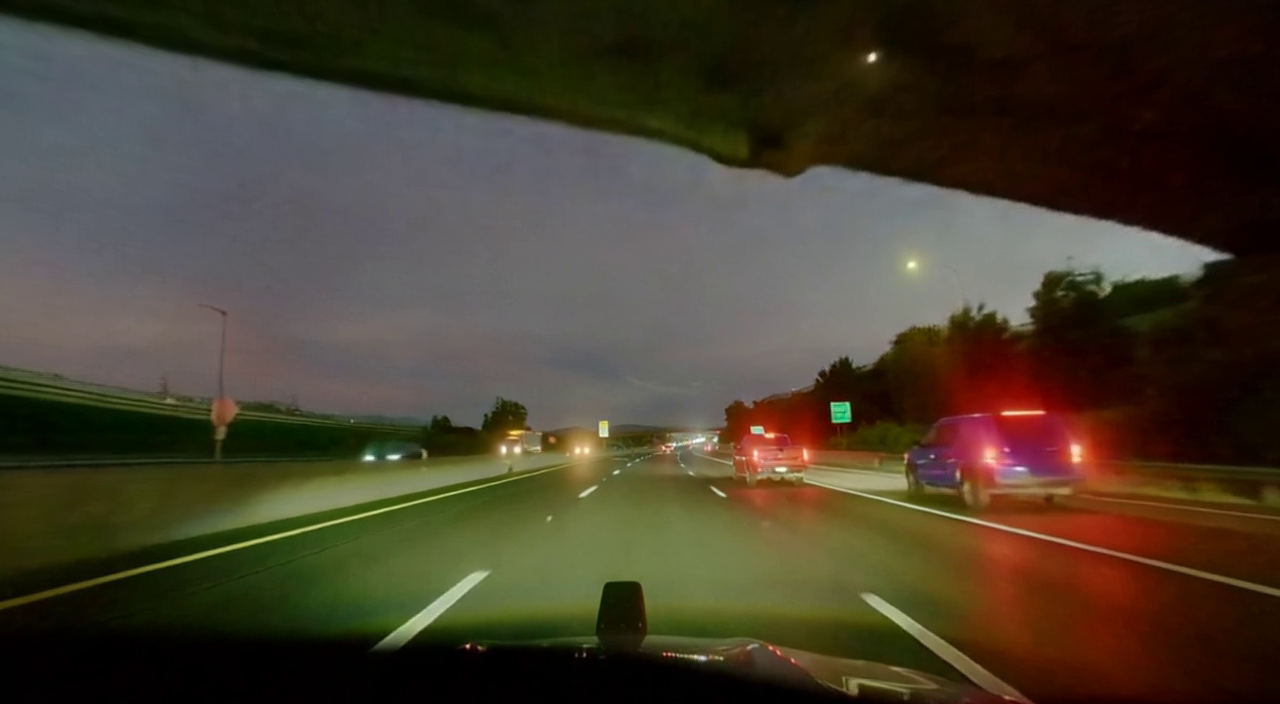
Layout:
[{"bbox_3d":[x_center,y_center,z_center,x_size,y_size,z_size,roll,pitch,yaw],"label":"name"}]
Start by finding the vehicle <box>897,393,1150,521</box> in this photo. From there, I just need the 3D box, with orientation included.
[{"bbox_3d":[8.109,2.318,14.266,2.229,2.317,5.399,0,-9,0],"label":"vehicle"}]

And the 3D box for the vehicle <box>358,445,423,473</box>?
[{"bbox_3d":[-14.003,6.010,35.682,1.814,1.494,4.167,-1,-9,2],"label":"vehicle"}]

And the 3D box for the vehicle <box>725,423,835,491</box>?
[{"bbox_3d":[4.611,3.595,21.884,2.505,2.020,5.532,0,-9,-1],"label":"vehicle"}]
